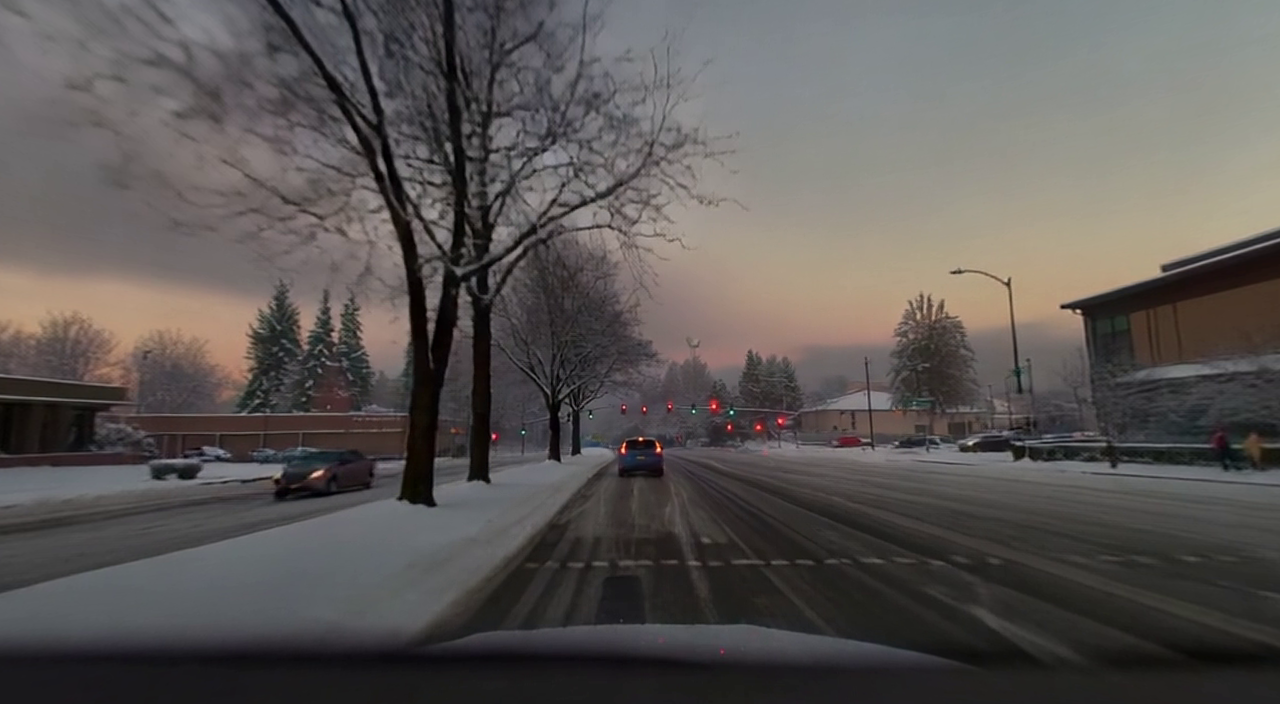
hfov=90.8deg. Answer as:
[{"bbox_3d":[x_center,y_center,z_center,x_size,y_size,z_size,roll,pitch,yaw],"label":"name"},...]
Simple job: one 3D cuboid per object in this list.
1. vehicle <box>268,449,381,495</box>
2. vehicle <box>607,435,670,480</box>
[{"bbox_3d":[-11.341,4.310,23.090,1.907,1.485,4.293,0,-8,0],"label":"vehicle"},{"bbox_3d":[-0.053,3.764,22.774,2.064,1.477,3.968,0,-8,0],"label":"vehicle"}]
